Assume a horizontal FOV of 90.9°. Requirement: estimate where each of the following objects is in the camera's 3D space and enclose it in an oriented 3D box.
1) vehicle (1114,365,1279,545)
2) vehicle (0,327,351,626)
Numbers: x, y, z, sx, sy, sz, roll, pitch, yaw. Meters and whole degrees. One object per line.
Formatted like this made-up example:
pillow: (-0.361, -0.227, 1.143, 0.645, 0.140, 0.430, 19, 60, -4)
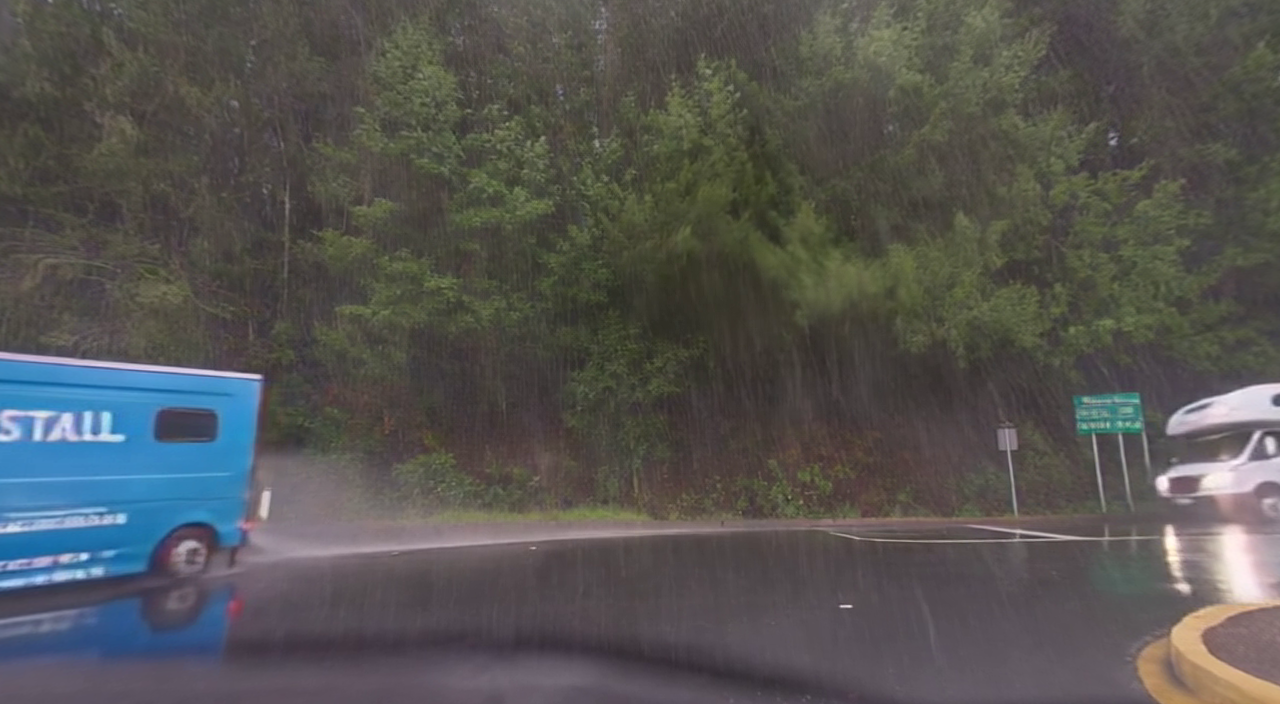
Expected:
vehicle: (14.928, 2.074, 12.944, 8.152, 3.185, 2.776, 0, -9, -3)
vehicle: (-6.221, 1.101, 5.795, 2.247, 2.424, 5.923, -9, -12, 44)
